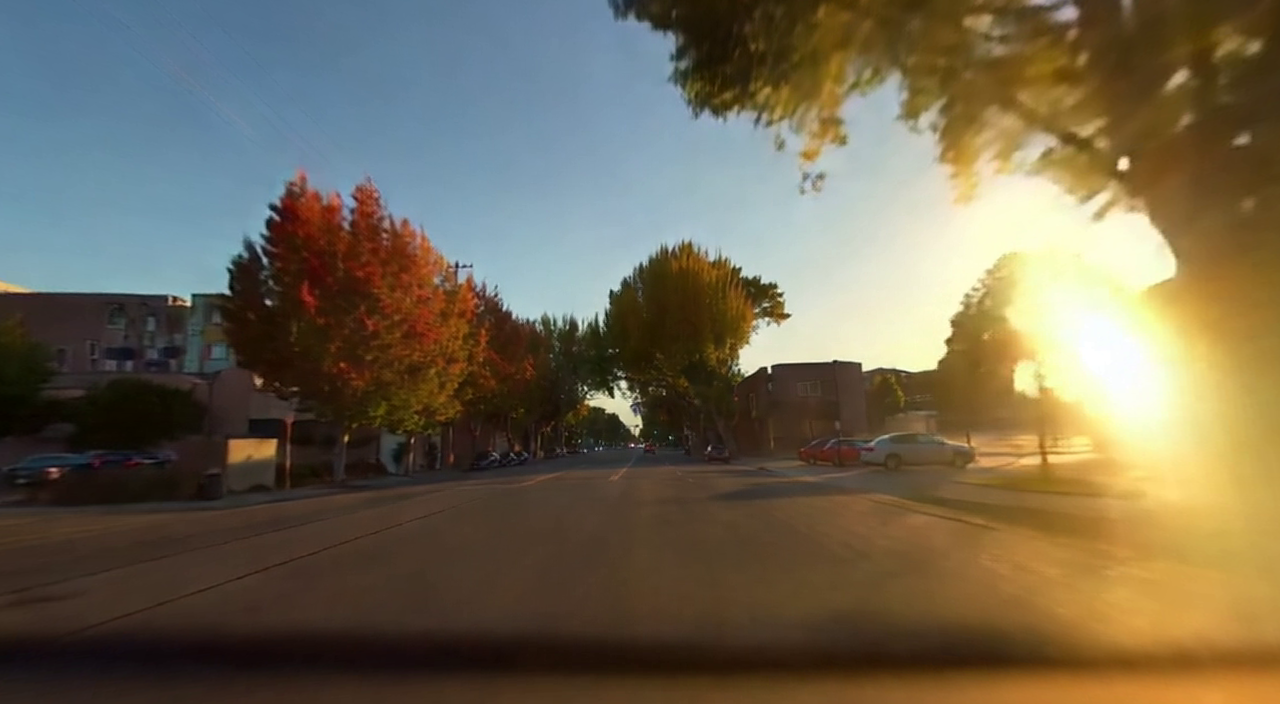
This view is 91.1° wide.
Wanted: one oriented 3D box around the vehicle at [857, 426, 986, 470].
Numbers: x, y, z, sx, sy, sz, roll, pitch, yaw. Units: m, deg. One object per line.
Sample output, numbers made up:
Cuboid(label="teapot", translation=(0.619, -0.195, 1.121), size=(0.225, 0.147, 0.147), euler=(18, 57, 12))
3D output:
Cuboid(label="vehicle", translation=(13.120, 4.514, 29.552), size=(5.015, 1.934, 2.150), euler=(-1, -8, 3))

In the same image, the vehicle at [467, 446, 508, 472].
Cuboid(label="vehicle", translation=(-11.701, 8.184, 48.478), size=(1.979, 1.759, 4.435), euler=(-4, -8, 1))
